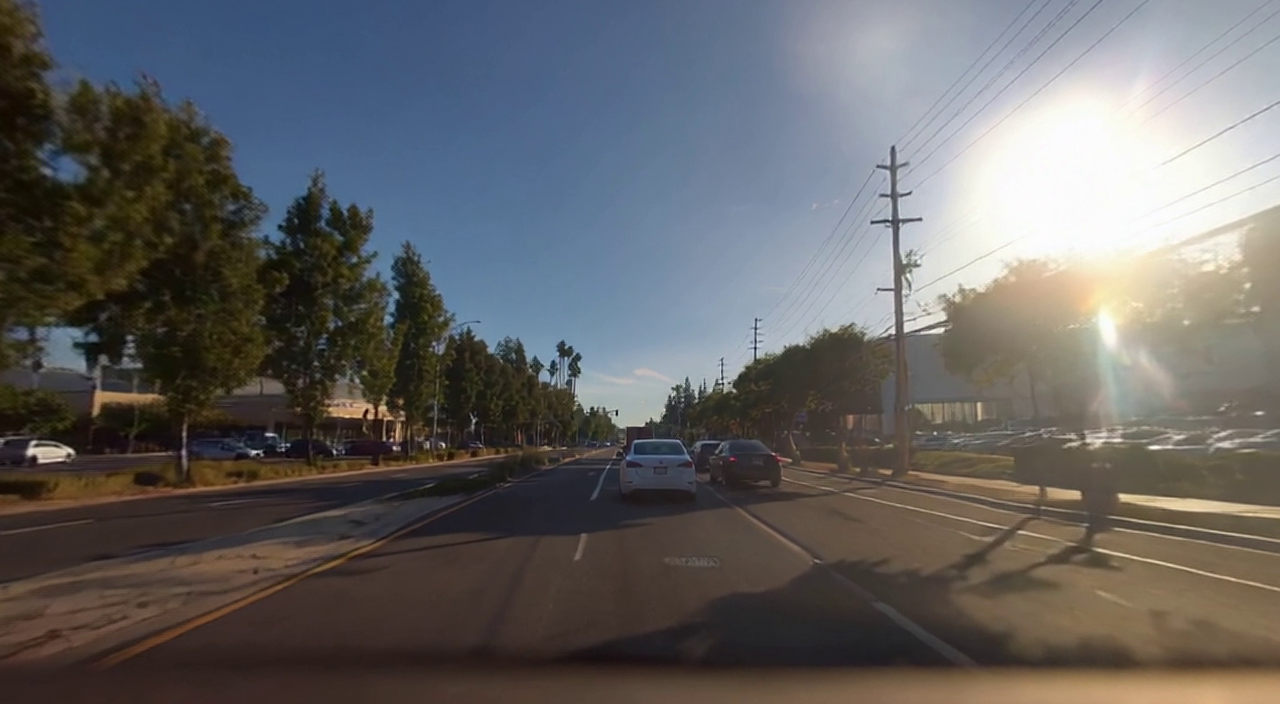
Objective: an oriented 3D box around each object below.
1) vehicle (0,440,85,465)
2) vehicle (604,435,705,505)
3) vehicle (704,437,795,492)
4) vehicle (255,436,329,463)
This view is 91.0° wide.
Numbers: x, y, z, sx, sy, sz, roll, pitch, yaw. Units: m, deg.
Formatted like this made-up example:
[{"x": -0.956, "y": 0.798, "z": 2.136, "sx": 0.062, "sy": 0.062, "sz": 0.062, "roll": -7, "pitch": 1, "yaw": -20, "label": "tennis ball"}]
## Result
[{"x": -38.699, "y": 6.383, "z": 40.117, "sx": 1.804, "sy": 1.478, "sz": 4.485, "roll": -4, "pitch": -8, "yaw": 26, "label": "vehicle"}, {"x": 0.231, "y": 2.800, "z": 15.433, "sx": 2.144, "sy": 1.473, "sz": 4.028, "roll": 0, "pitch": -8, "yaw": -2, "label": "vehicle"}, {"x": 3.172, "y": 3.346, "z": 19.158, "sx": 1.985, "sy": 1.489, "sz": 4.036, "roll": 0, "pitch": -8, "yaw": -1, "label": "vehicle"}, {"x": -26.038, "y": 7.295, "z": 47.223, "sx": 4.687, "sy": 1.894, "sz": 2.149, "roll": 4, "pitch": -9, "yaw": -28, "label": "vehicle"}]
